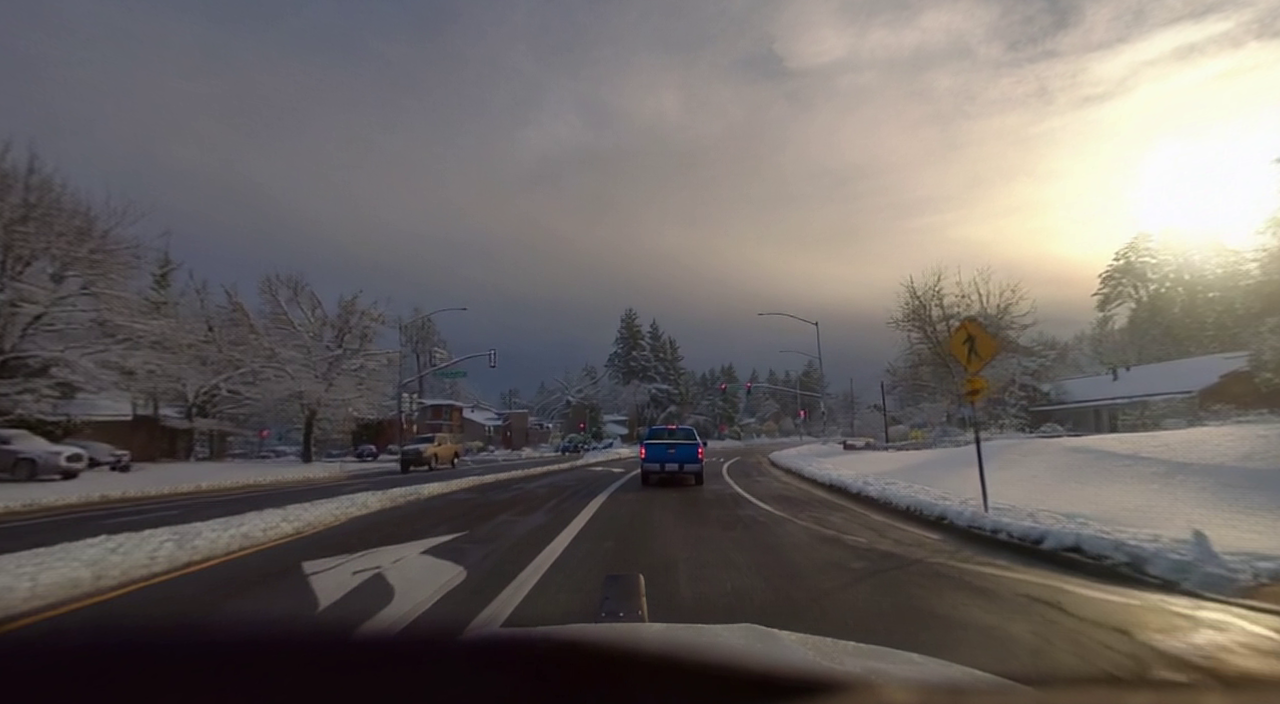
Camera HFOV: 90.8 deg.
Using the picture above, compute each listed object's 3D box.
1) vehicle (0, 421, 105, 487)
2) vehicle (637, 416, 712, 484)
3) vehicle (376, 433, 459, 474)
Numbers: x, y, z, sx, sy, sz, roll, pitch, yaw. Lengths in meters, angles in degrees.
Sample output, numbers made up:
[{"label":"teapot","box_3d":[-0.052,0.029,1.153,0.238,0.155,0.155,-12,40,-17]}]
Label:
[{"label":"vehicle","box_3d":[-21.336,3.426,20.778,5.208,1.960,2.385,-3,-8,-3]},{"label":"vehicle","box_3d":[1.182,3.146,20.557,2.153,1.942,4.767,-1,-8,5]},{"label":"vehicle","box_3d":[-11.405,5.199,32.768,2.053,1.822,4.852,-2,-6,7]}]
